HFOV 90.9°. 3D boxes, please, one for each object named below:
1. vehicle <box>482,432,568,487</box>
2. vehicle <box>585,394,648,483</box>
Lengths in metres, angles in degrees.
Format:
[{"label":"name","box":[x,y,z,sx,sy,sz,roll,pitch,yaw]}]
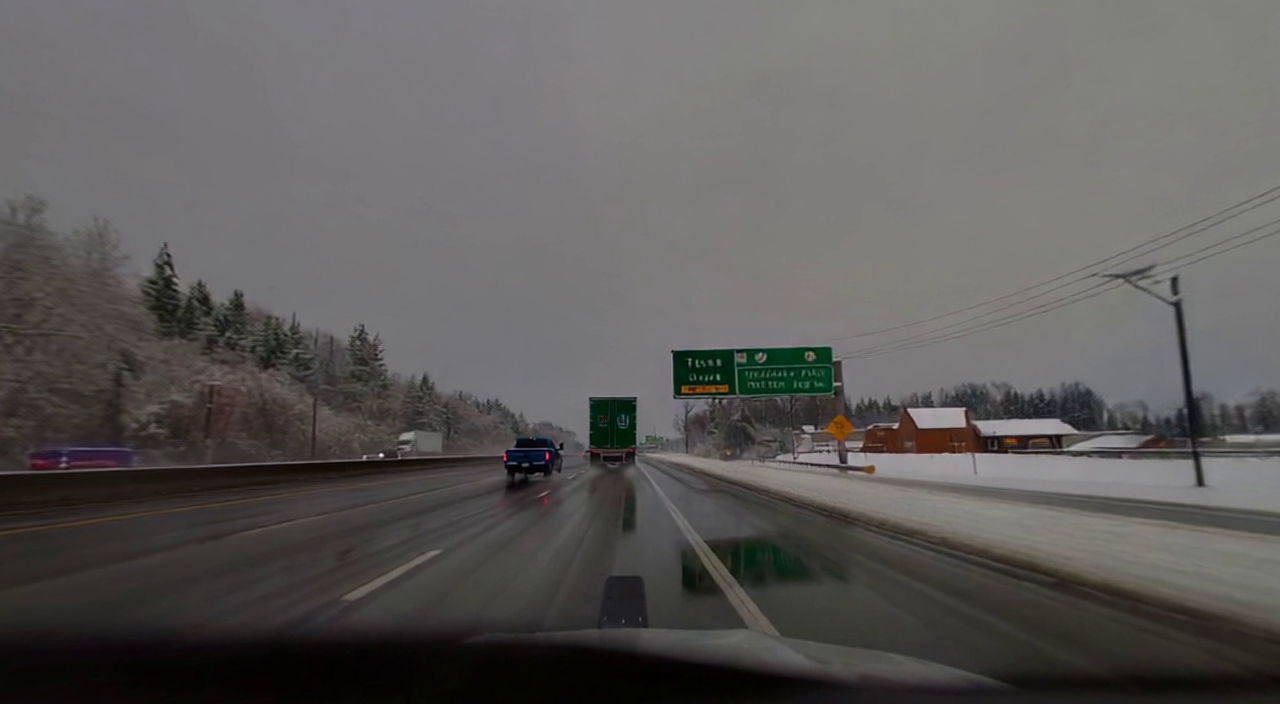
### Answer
[{"label":"vehicle","box":[-4.930,4.754,28.300,2.749,2.141,6.515,0,-8,-1]},{"label":"vehicle","box":[-1.253,4.921,35.517,2.879,4.085,13.125,0,-8,-1]}]
